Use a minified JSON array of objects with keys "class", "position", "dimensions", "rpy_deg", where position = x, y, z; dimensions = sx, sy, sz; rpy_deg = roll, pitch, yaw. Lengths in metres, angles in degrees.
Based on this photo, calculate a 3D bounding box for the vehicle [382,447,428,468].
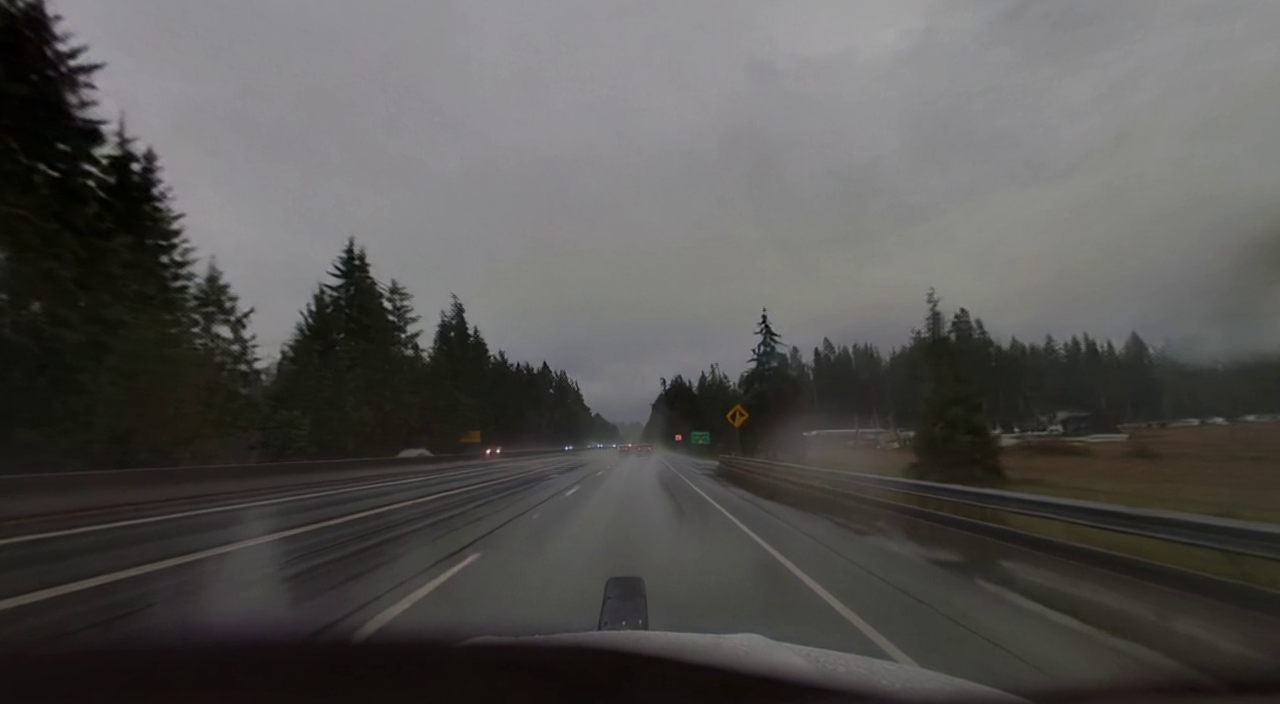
[{"class":"vehicle","position":[-17.463,7.832,47.113],"dimensions":[1.785,1.450,4.263],"rpy_deg":[0,-8,0]}]
